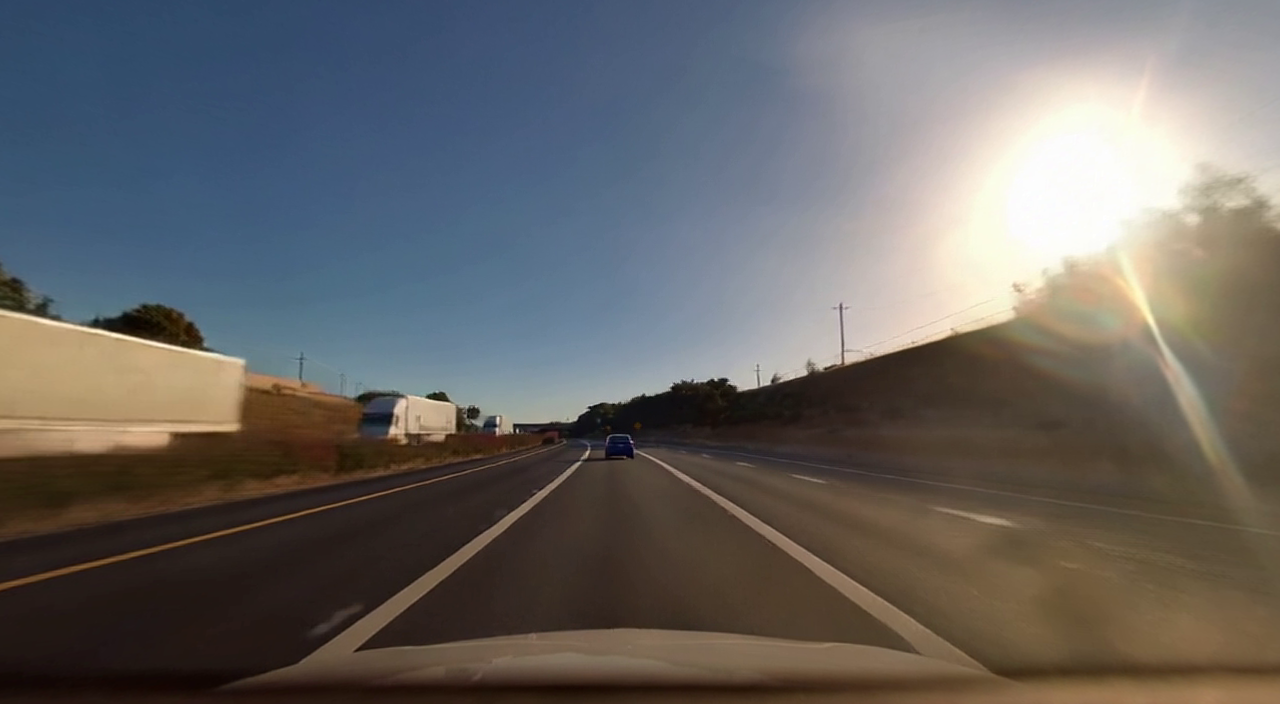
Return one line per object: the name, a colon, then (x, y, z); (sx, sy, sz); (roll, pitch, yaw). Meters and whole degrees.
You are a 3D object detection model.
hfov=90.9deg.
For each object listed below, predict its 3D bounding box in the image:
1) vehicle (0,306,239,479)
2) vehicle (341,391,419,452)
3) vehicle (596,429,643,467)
vehicle: (-16.498, 1.202, 16.515); (2.925, 4.011, 14.484); (0, -8, -2)
vehicle: (-17.568, 4.802, 43.114); (2.992, 3.902, 5.828); (0, -8, -3)
vehicle: (-1.013, 4.388, 29.050); (1.997, 1.589, 4.179); (0, -8, -4)
